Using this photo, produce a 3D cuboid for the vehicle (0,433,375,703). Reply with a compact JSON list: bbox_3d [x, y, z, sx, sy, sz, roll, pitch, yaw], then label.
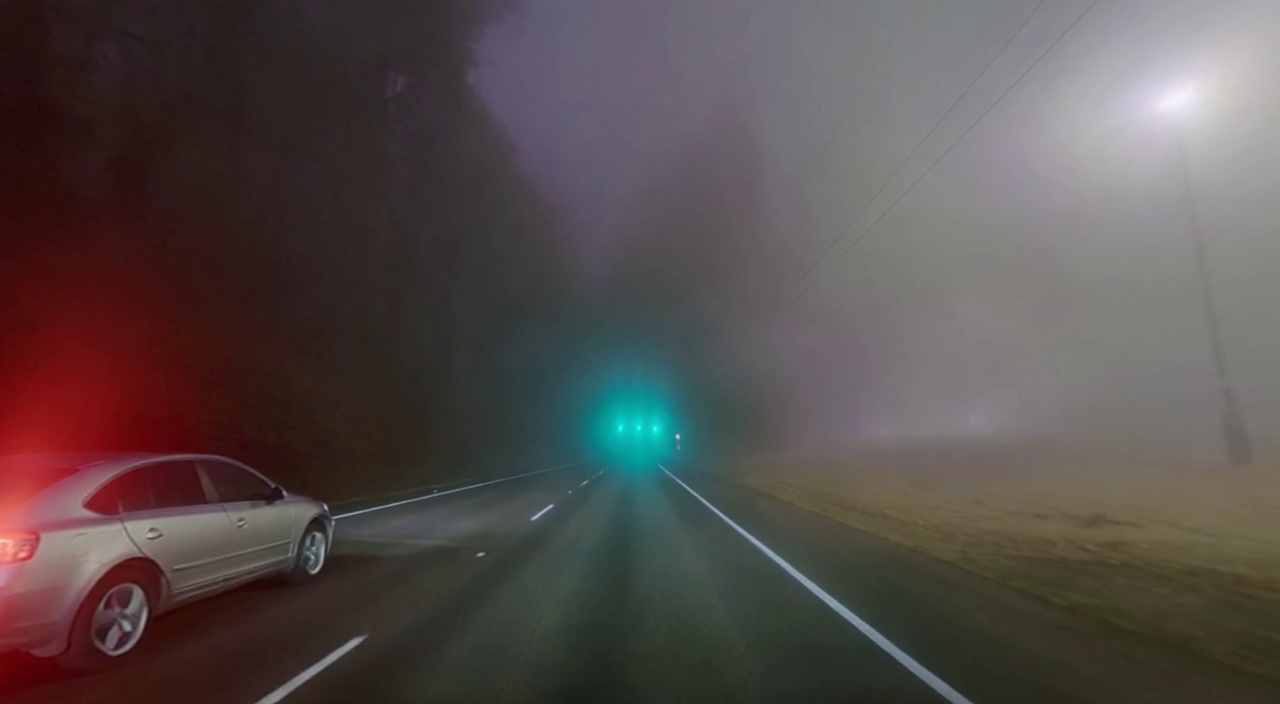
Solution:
[{"bbox_3d":[-4.083,1.435,5.238,1.946,1.437,4.154,0,-8,0],"label":"vehicle"}]
